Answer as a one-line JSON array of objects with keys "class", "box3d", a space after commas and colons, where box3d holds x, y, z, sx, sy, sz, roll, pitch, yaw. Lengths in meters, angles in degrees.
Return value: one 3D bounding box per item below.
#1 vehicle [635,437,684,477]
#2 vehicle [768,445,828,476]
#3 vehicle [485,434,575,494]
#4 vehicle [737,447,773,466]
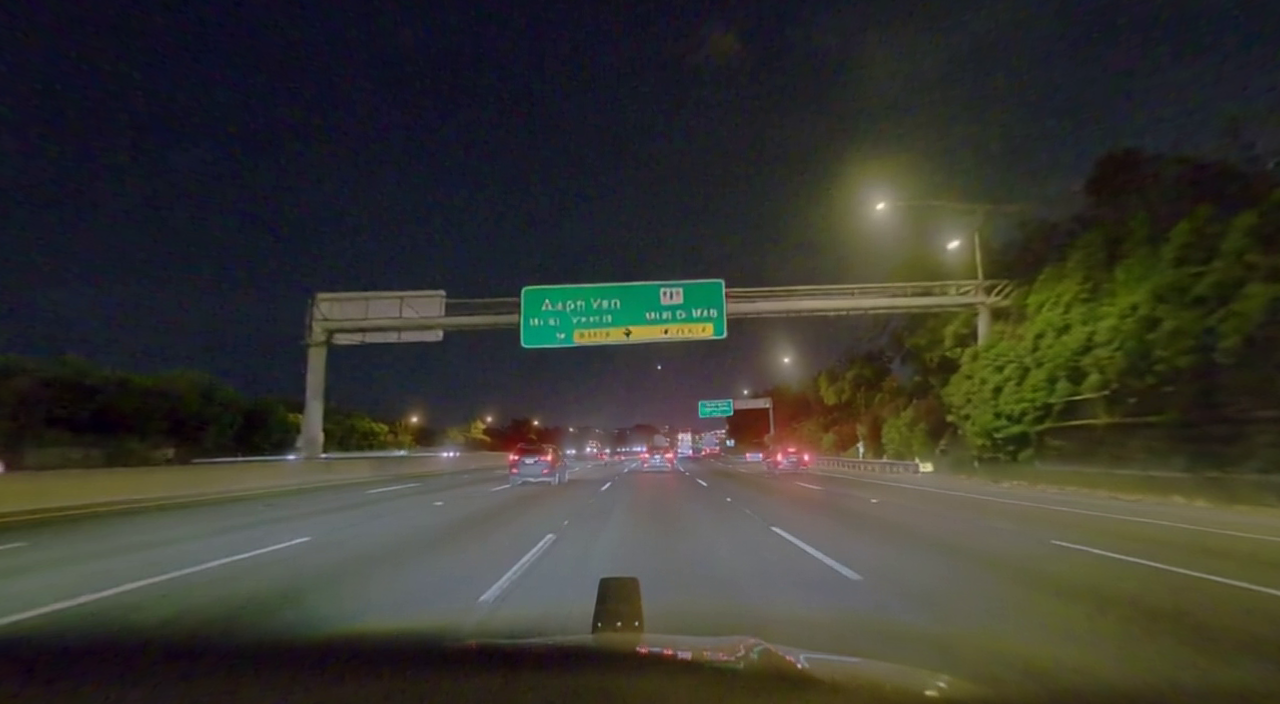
[{"class": "vehicle", "box3d": [0.969, 5.250, 31.713, 2.270, 1.862, 4.949, 0, -9, 1]}, {"class": "vehicle", "box3d": [8.071, 5.571, 32.507, 1.936, 1.480, 4.373, 0, -9, 0]}, {"class": "vehicle", "box3d": [-3.537, 3.706, 21.160, 2.142, 1.759, 4.297, 0, -9, 2]}, {"class": "vehicle", "box3d": [8.876, 8.102, 48.933, 2.005, 1.456, 4.287, 0, -9, 0]}]
